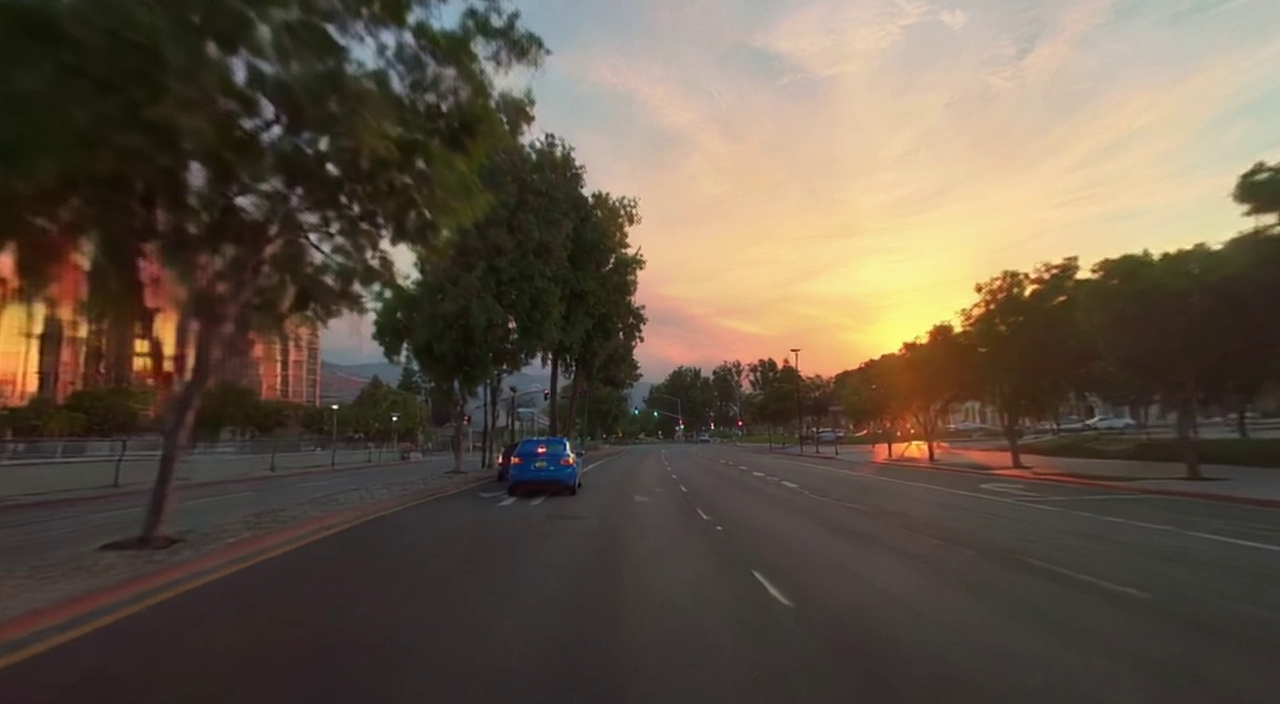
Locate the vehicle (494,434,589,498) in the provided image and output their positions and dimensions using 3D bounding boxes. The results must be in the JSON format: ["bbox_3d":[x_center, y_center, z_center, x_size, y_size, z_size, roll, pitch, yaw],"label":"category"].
[{"bbox_3d":[-2.522,3.017,17.338,2.042,1.479,4.601,0,-7,-2],"label":"vehicle"}]
